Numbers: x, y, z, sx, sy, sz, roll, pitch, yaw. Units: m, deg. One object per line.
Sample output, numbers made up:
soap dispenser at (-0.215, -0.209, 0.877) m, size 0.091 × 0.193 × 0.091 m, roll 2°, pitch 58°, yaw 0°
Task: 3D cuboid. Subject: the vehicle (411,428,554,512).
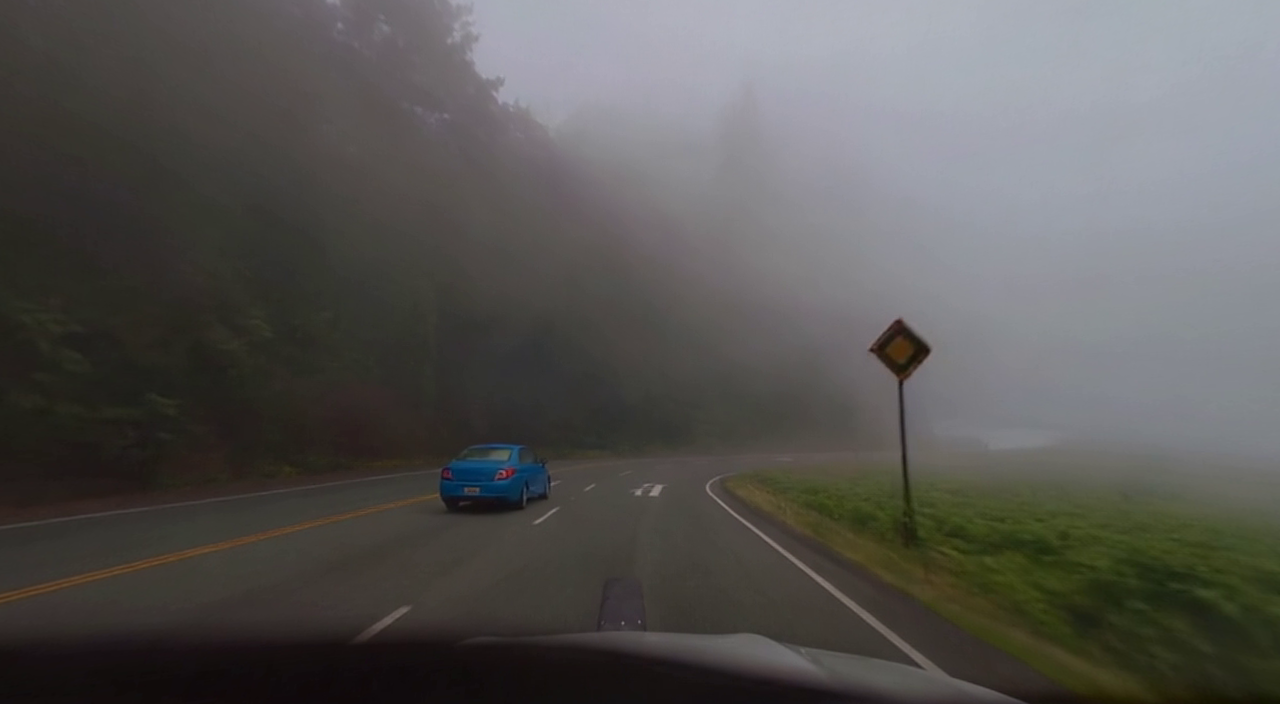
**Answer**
vehicle at (-3.349, 2.630, 14.344) m, size 2.078 × 1.607 × 3.959 m, roll -1°, pitch -9°, yaw 2°
